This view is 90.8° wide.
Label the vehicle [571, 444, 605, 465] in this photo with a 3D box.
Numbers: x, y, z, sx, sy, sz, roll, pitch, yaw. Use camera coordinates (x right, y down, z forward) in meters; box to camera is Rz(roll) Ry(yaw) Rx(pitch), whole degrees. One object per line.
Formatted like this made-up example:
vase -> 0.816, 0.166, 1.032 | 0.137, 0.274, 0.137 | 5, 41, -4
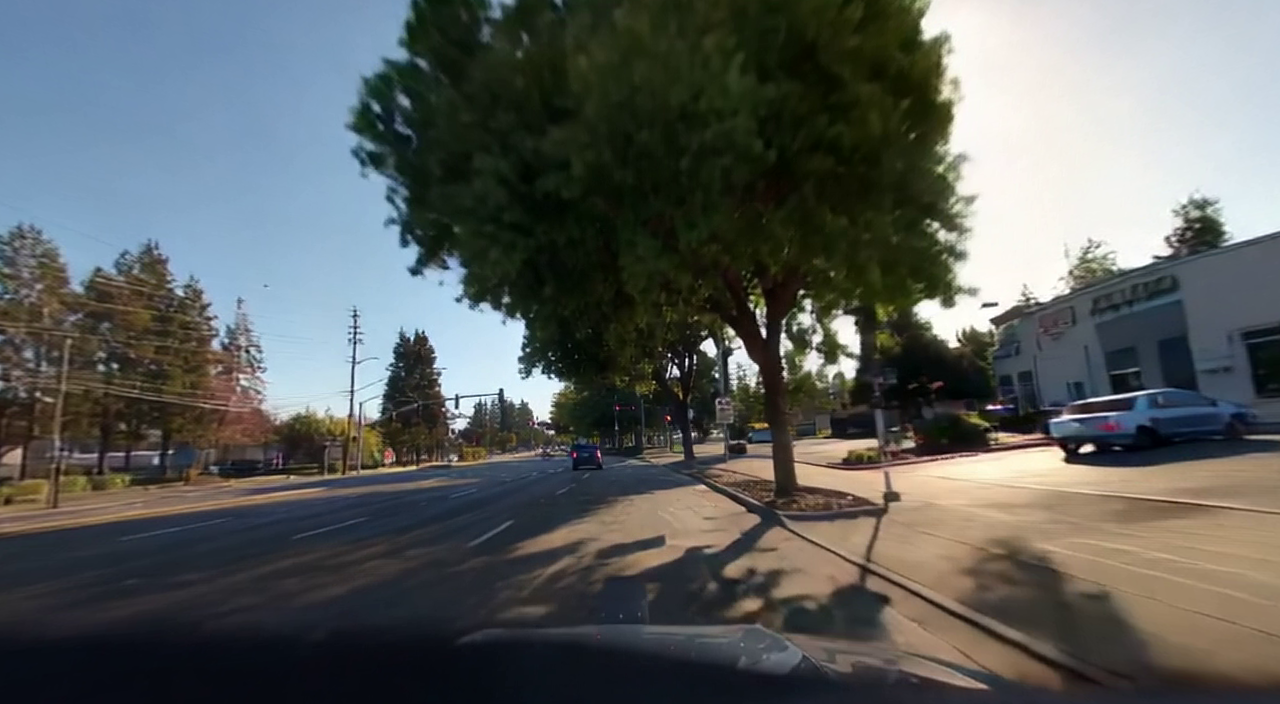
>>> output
vehicle -> -3.700, 7.392, 45.733 | 2.054, 1.449, 4.772 | 0, -8, 1
